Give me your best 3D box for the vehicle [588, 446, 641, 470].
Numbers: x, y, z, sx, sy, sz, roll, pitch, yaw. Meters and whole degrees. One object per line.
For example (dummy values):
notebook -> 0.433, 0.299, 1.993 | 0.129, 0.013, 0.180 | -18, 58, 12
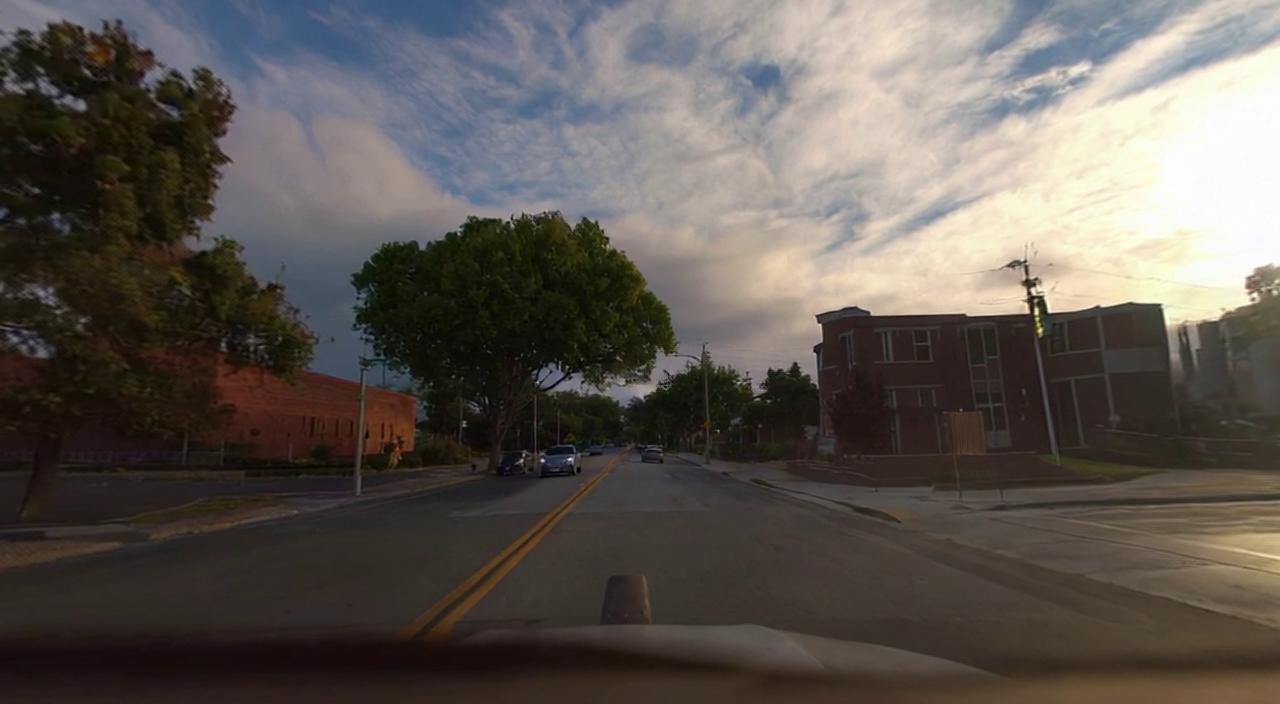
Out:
vehicle -> -1.912, 7.653, 45.879 | 2.154, 1.641, 4.254 | 5, -10, -29

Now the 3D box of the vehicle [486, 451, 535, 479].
vehicle -> -7.333, 6.410, 36.081 | 1.930, 1.463, 4.195 | 0, -9, 0

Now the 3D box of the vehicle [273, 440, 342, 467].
vehicle -> -21.451, 6.555, 40.896 | 1.906, 1.596, 4.599 | 0, -9, 1
